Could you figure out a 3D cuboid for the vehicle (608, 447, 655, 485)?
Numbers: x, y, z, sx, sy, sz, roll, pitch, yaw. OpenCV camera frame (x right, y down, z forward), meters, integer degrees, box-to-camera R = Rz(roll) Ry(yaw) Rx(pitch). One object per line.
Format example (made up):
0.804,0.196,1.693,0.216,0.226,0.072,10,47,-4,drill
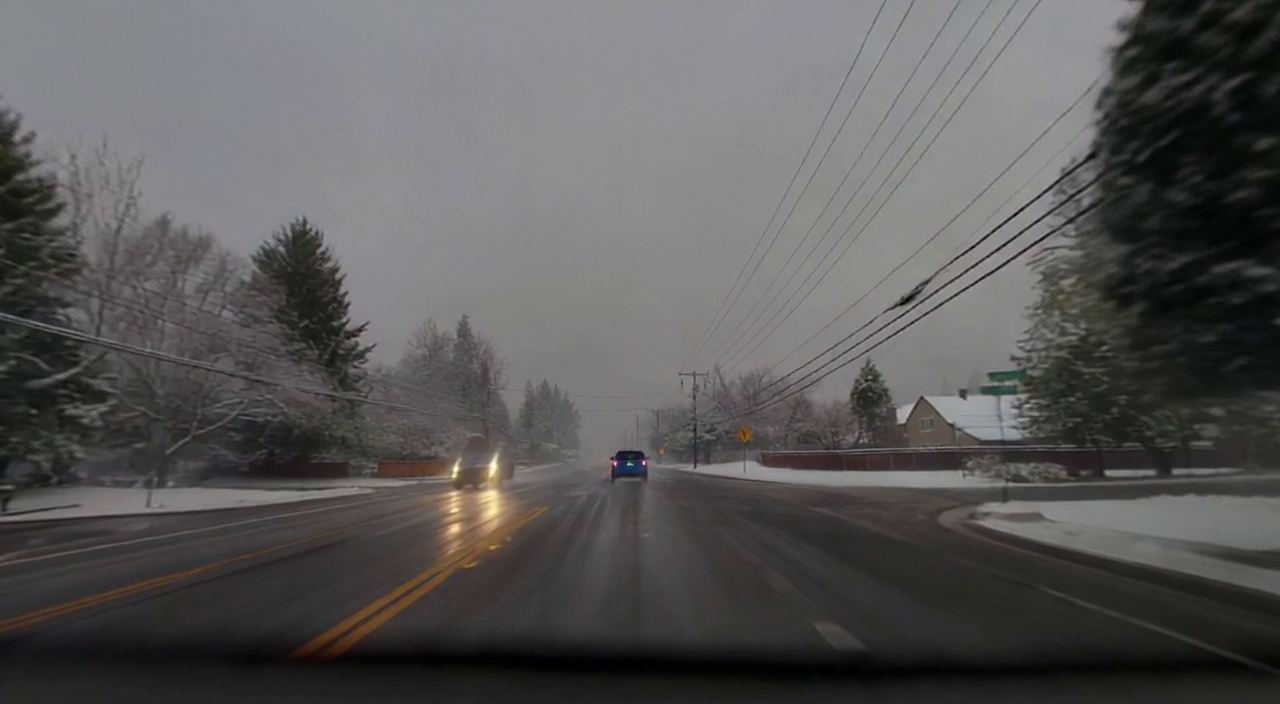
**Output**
-0.476,5.523,30.974,2.139,1.699,3.916,0,-8,-2,vehicle

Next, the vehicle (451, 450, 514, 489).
-7.532,5.627,30.662,2.046,1.730,4.310,0,-8,-2,vehicle
